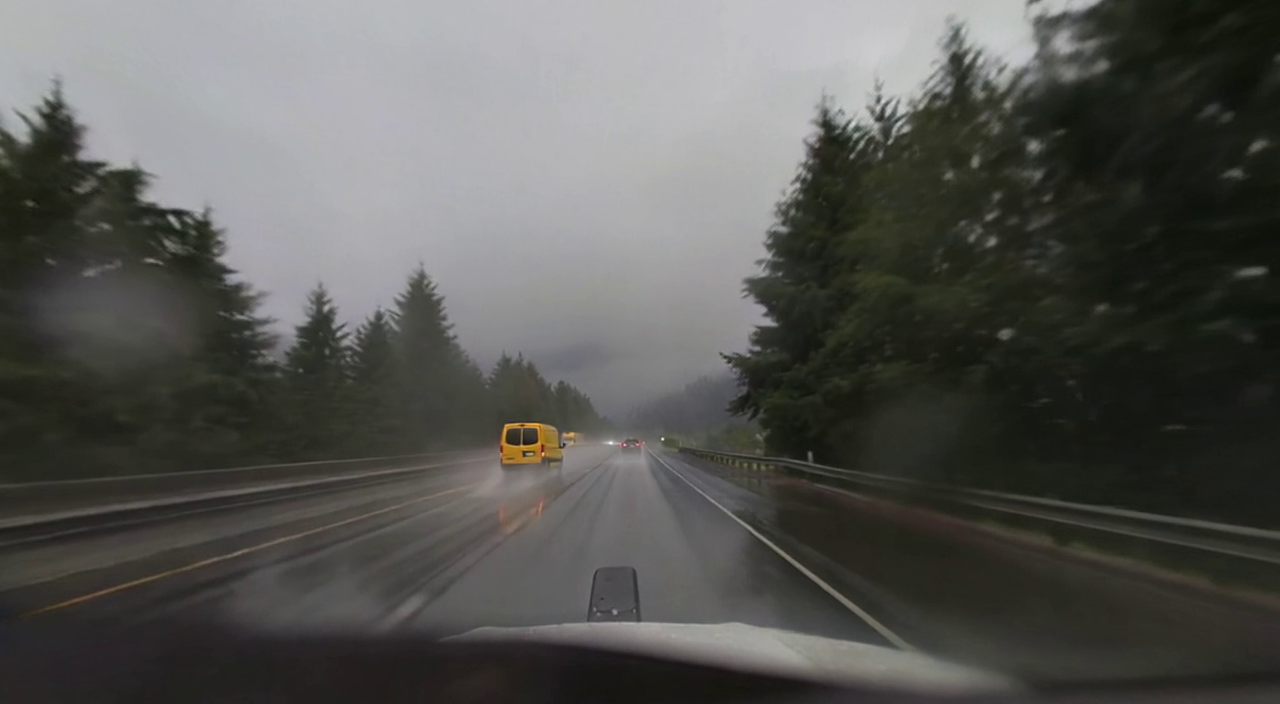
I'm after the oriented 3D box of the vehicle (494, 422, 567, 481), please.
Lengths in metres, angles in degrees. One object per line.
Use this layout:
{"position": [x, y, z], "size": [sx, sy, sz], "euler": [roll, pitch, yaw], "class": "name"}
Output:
{"position": [-4.094, 3.803, 24.318], "size": [1.976, 2.029, 4.737], "euler": [-1, -8, 0], "class": "vehicle"}
